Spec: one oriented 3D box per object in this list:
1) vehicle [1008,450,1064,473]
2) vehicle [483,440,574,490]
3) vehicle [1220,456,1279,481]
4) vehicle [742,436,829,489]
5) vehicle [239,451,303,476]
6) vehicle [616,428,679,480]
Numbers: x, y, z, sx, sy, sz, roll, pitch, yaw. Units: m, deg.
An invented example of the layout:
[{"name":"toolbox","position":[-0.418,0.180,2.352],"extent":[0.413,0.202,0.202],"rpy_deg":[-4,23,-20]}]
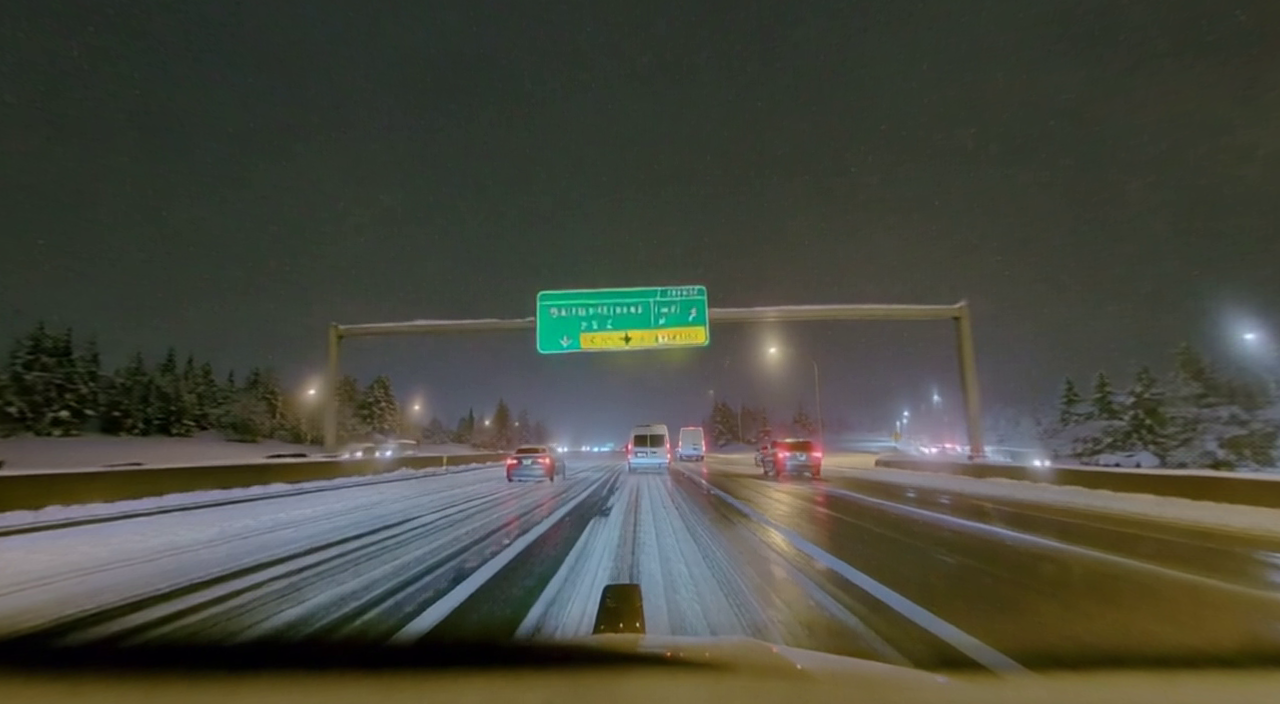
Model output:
[{"name":"vehicle","position":[30.864,8.516,49.238],"extent":[2.039,1.718,4.674],"rpy_deg":[-1,-9,10]},{"name":"vehicle","position":[-3.750,3.914,22.160],"extent":[2.173,1.542,4.781],"rpy_deg":[0,-8,2]},{"name":"vehicle","position":[42.976,7.949,43.159],"extent":[4.217,1.445,1.810],"rpy_deg":[-5,-8,12]},{"name":"vehicle","position":[5.009,3.869,22.379],"extent":[2.146,1.678,4.489],"rpy_deg":[0,-8,1]},{"name":"vehicle","position":[-22.868,6.895,39.156],"extent":[1.640,1.464,3.687],"rpy_deg":[0,-9,2]},{"name":"vehicle","position":[0.319,4.471,27.757],"extent":[2.509,2.062,4.639],"rpy_deg":[0,-9,0]}]
